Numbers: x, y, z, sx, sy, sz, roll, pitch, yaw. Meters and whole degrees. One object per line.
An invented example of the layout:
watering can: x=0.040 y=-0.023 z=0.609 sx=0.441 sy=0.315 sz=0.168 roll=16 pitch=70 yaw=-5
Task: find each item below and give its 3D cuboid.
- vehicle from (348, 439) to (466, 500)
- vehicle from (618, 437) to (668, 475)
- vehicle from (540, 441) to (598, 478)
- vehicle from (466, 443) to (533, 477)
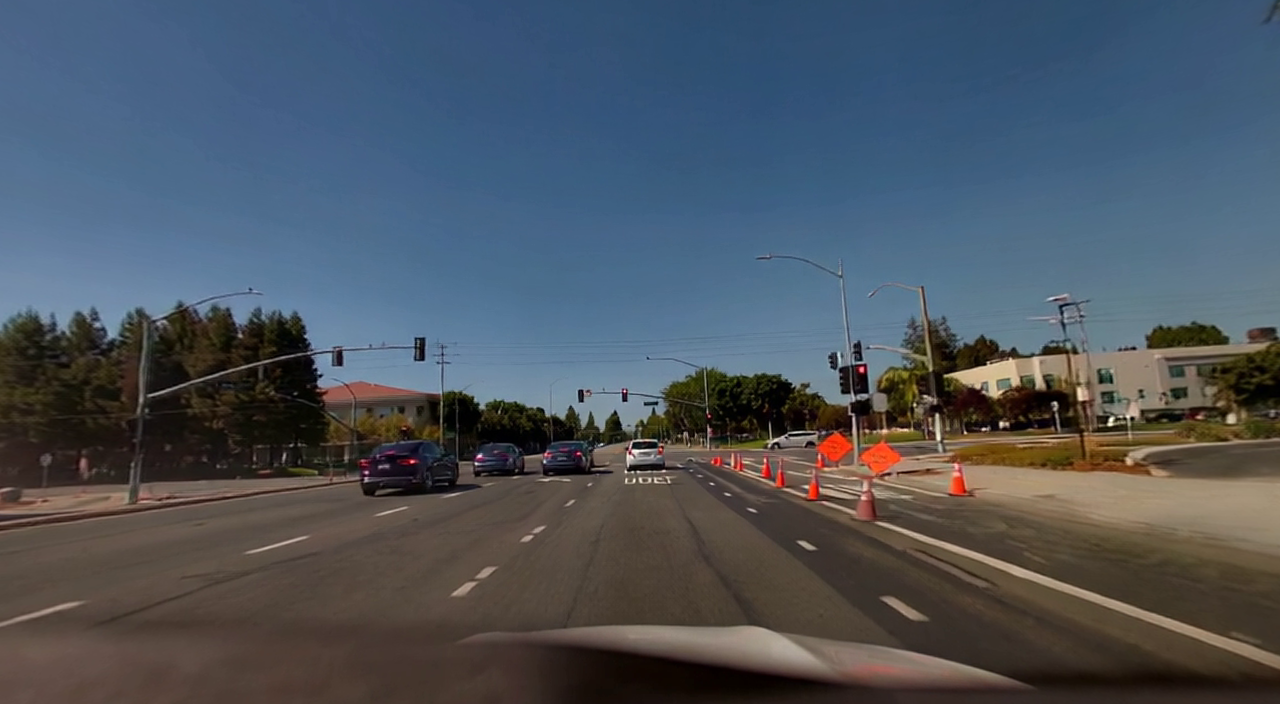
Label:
vehicle: x=-6.704 y=3.408 z=18.706 sx=1.869 sy=1.570 sz=4.064 roll=0 pitch=-8 yaw=1
vehicle: x=0.142 y=4.453 z=27.255 sx=1.985 sy=1.521 sz=3.968 roll=0 pitch=-8 yaw=1
vehicle: x=-2.923 y=4.540 z=26.918 sx=1.946 sy=1.437 sz=4.154 roll=0 pitch=-8 yaw=1
vehicle: x=-6.467 y=4.996 z=29.549 sx=2.074 sy=1.447 sz=4.224 roll=0 pitch=-8 yaw=2
